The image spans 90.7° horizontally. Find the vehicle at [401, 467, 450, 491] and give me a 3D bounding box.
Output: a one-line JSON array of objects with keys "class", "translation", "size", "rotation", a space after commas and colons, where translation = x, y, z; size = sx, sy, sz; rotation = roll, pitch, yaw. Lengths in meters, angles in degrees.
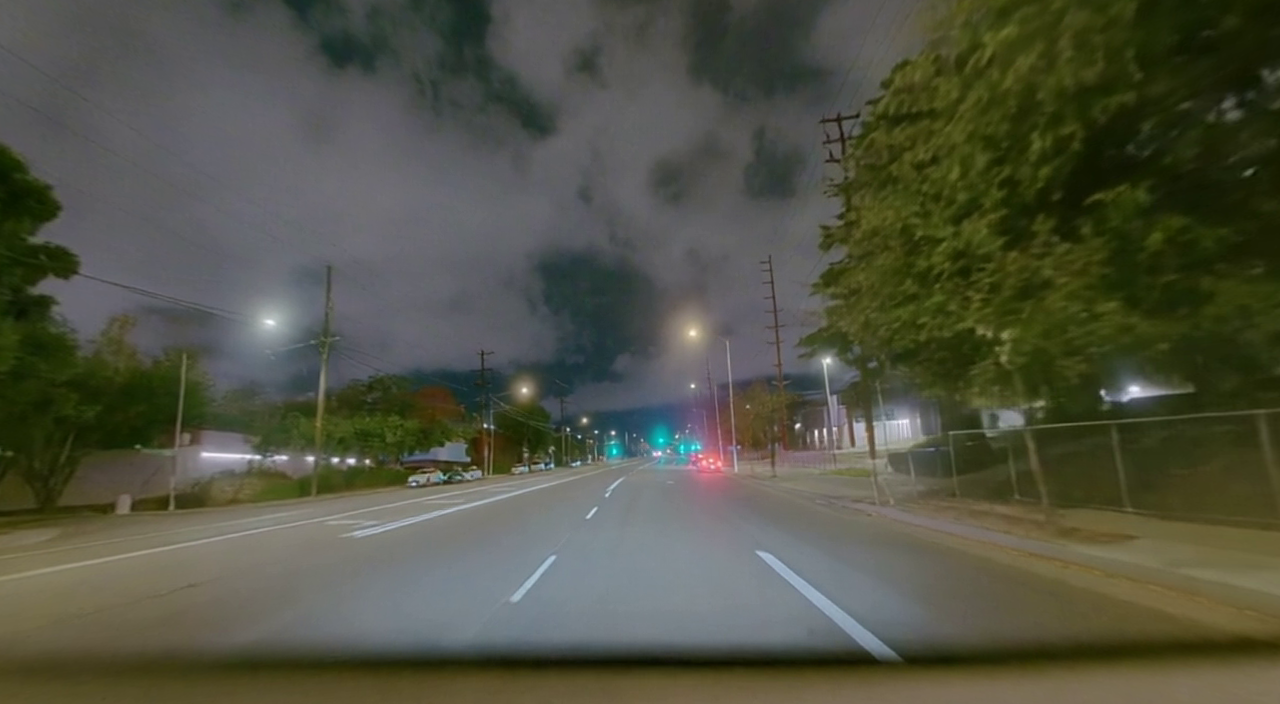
[{"class": "vehicle", "translation": [-16.270, 9.631, 48.164], "size": [1.892, 1.515, 4.622], "rotation": [-7, -11, 2]}]

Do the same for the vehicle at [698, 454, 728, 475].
[{"class": "vehicle", "translation": [5.669, 8.784, 49.629], "size": [2.002, 1.459, 4.357], "rotation": [-1, -9, 2]}]
